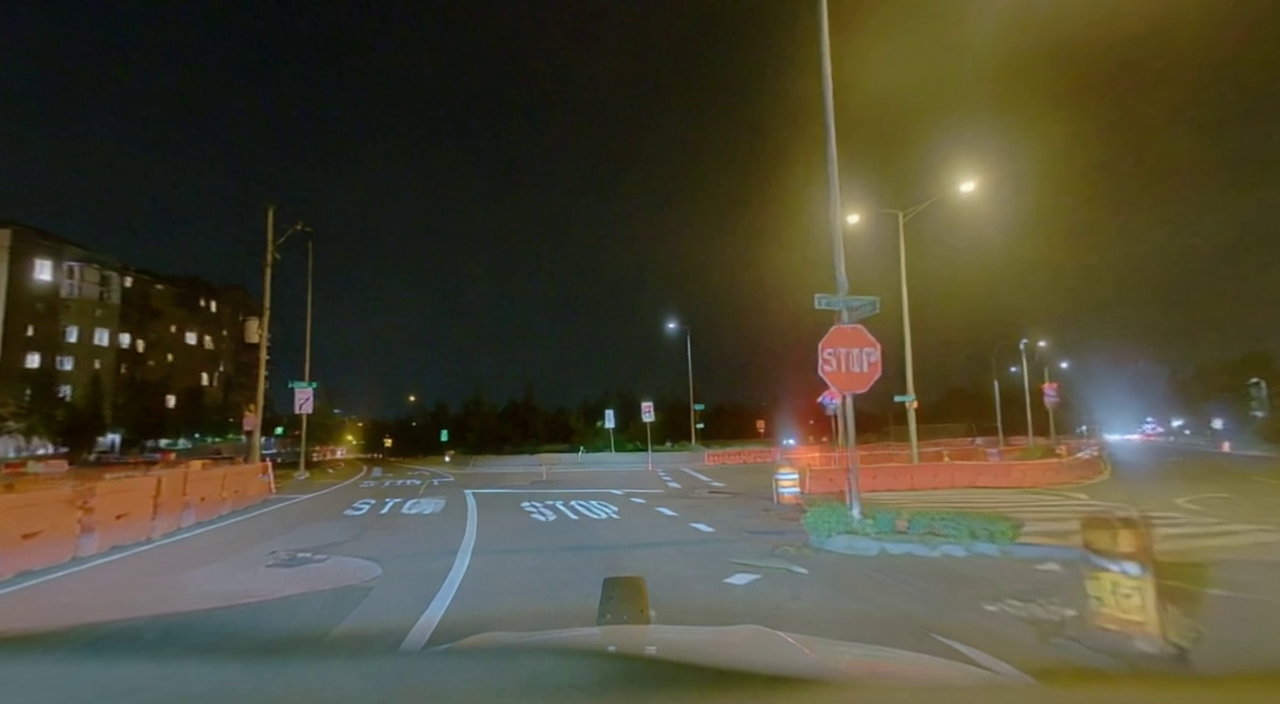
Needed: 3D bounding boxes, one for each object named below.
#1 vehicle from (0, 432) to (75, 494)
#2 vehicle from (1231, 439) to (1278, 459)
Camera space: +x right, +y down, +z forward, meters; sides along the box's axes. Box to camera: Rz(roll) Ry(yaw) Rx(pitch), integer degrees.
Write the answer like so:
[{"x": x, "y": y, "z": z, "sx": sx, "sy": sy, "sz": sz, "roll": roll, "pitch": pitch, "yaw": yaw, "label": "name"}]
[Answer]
[{"x": -19.329, "y": 3.425, "z": 19.623, "sx": 2.159, "sy": 1.734, "sz": 4.292, "roll": 9, "pitch": -12, "yaw": -44, "label": "vehicle"}, {"x": 45.954, "y": 7.251, "z": 47.175, "sx": 1.752, "sy": 1.399, "sz": 4.468, "roll": -6, "pitch": -11, "yaw": 35, "label": "vehicle"}]
